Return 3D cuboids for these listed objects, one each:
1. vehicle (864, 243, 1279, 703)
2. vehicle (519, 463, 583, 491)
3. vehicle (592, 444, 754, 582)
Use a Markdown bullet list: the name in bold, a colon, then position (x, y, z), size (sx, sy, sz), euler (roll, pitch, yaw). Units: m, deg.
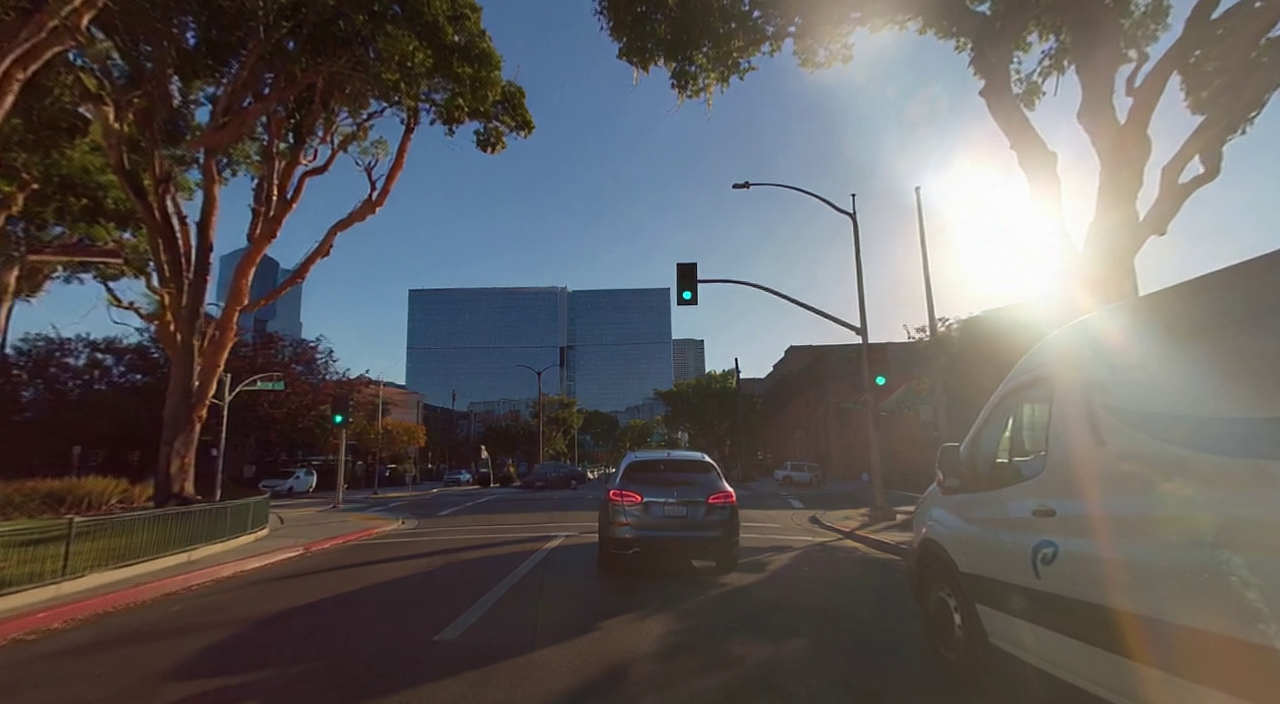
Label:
- **vehicle**: position (2.852, 0.815, 2.438), size (2.054, 1.965, 5.248), euler (1, -10, 0)
- **vehicle**: position (-5.711, 8.113, 41.117), size (1.993, 1.692, 4.675), euler (-4, -11, 23)
- **vehicle**: position (0.333, 2.282, 9.488), size (1.961, 1.629, 3.610), euler (1, -10, -2)
